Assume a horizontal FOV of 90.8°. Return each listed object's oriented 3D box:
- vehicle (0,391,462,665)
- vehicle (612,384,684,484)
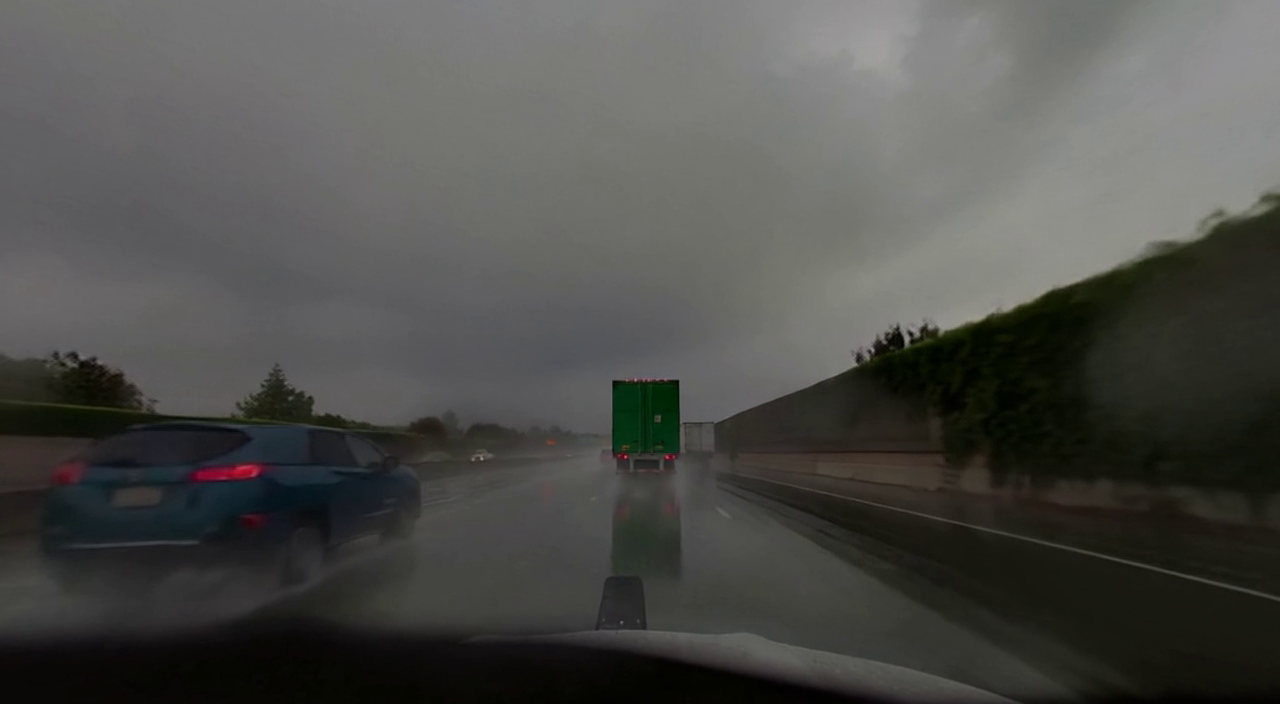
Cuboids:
[{"bbox_3d":[-3.473,1.416,6.121,2.173,1.657,4.401,0,-9,0],"label":"vehicle"},{"bbox_3d":[0.349,4.199,31.336,2.932,4.042,11.054,0,-9,0],"label":"vehicle"}]
